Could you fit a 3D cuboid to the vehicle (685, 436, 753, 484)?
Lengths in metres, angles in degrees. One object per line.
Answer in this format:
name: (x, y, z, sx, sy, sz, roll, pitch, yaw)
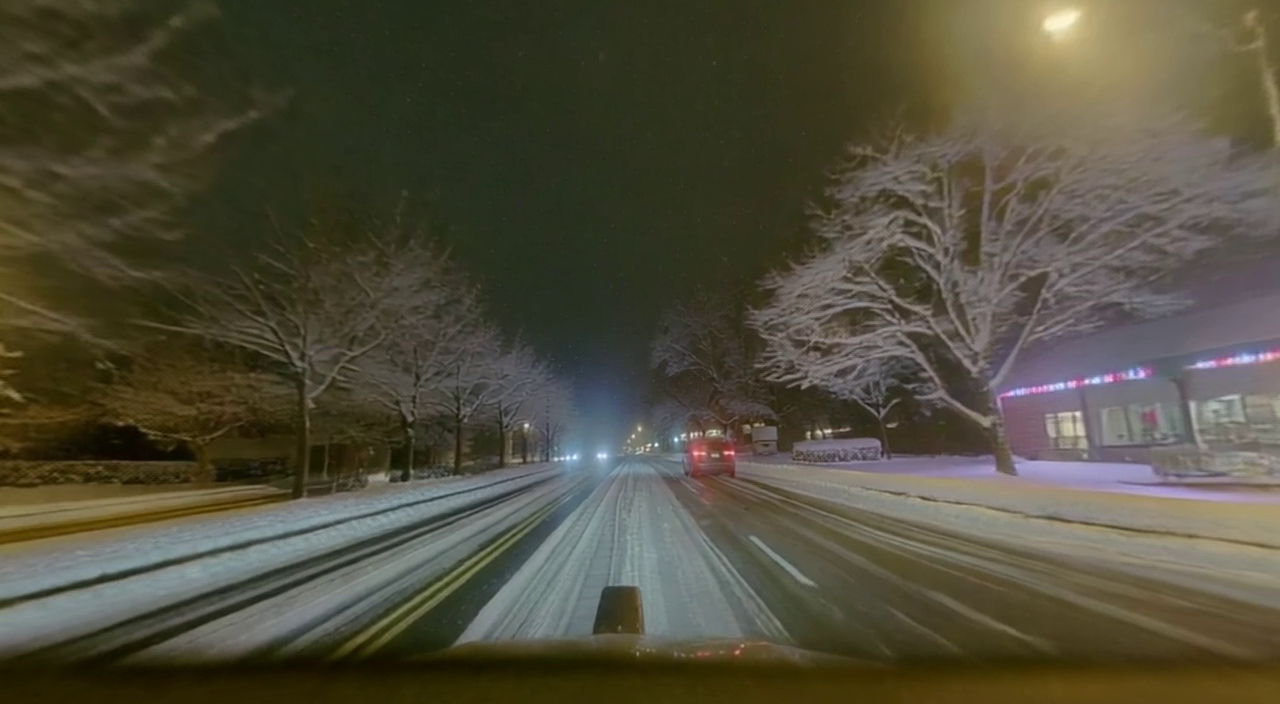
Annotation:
vehicle: (3.073, 4.312, 25.393, 2.083, 1.743, 4.354, 0, -8, -1)
